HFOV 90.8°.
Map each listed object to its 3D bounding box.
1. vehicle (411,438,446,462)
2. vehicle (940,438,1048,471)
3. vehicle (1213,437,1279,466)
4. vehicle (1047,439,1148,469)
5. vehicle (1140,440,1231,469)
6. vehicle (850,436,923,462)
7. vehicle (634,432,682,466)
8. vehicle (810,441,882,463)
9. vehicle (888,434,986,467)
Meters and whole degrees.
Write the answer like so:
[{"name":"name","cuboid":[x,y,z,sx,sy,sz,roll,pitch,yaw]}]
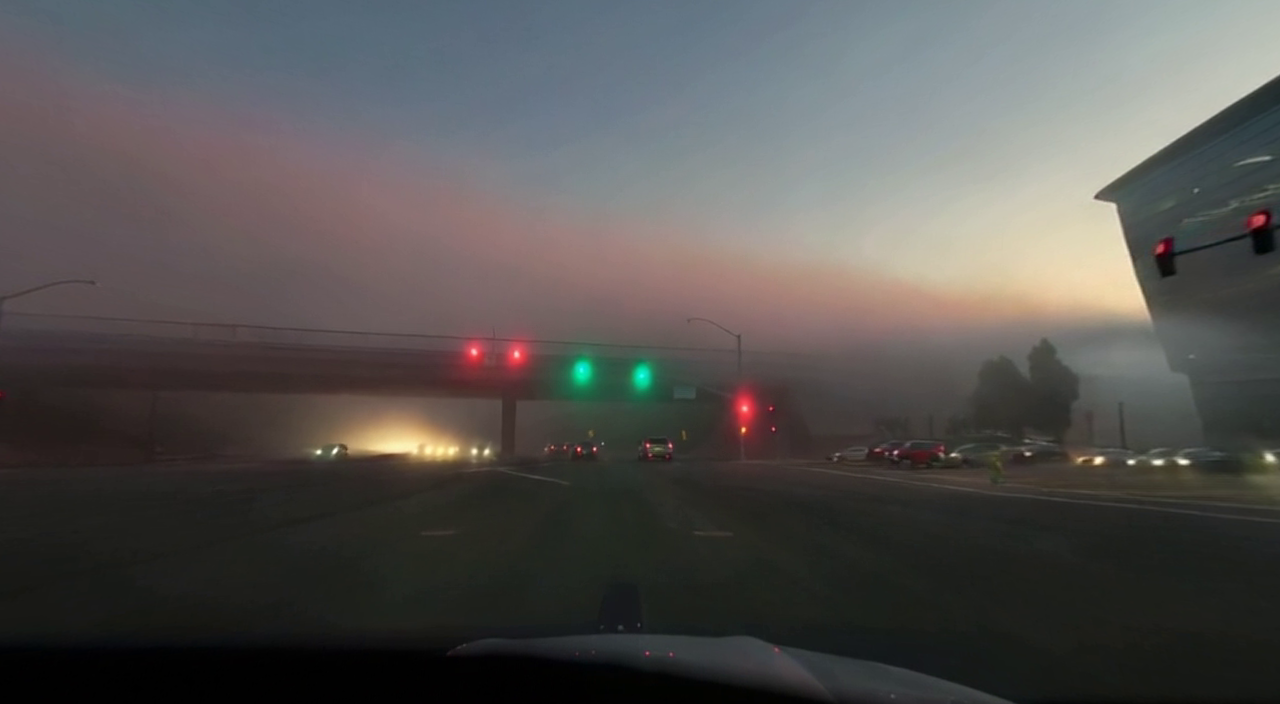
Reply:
[{"name":"vehicle","cuboid":[-16.320,7.545,48.833,1.989,1.619,4.612,1,-7,-12]},{"name":"vehicle","cuboid":[16.561,4.774,29.582,4.538,1.417,1.948,3,-9,-23]},{"name":"vehicle","cuboid":[36.999,5.938,37.871,4.589,1.634,1.883,3,-9,-21]},{"name":"vehicle","cuboid":[23.733,5.245,32.792,4.570,1.455,1.976,3,-9,-22]},{"name":"vehicle","cuboid":[30.331,5.665,35.126,4.427,1.475,1.897,3,-9,-22]},{"name":"vehicle","cuboid":[15.629,6.138,40.053,4.154,1.603,1.834,3,-9,-22]},{"name":"vehicle","cuboid":[0.896,5.252,34.362,2.024,1.724,3.928,1,-8,-7]},{"name":"vehicle","cuboid":[14.250,6.897,43.739,4.490,1.430,1.996,3,-9,-22]},{"name":"vehicle","cuboid":[15.776,5.203,33.578,4.501,1.631,2.165,3,-9,-22]}]
